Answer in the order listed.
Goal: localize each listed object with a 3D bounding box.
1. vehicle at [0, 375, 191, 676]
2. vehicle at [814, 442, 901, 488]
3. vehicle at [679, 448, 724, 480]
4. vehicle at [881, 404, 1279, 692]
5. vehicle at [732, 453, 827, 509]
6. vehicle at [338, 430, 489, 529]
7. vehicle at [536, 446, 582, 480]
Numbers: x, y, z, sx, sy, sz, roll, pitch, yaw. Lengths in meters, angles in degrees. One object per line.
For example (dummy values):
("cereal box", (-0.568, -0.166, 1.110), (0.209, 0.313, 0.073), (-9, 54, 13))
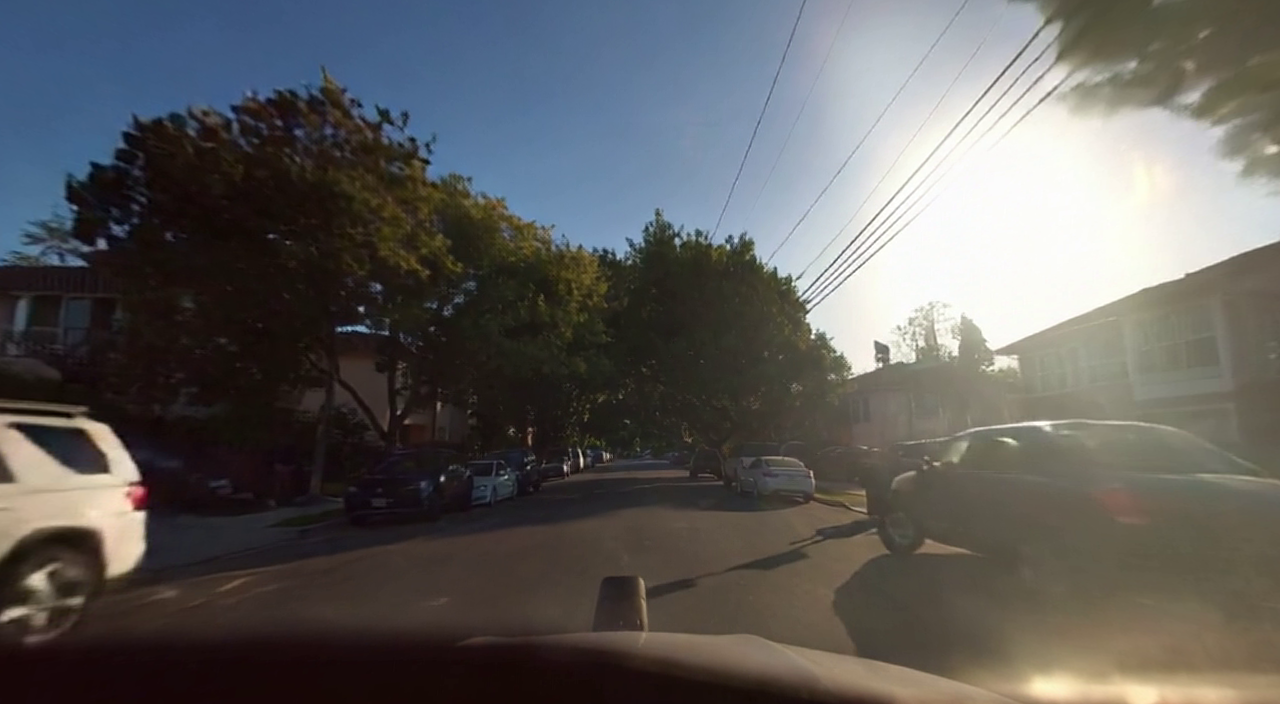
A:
("vehicle", (-5.210, 0.979, 2.988), (2.319, 1.902, 5.526), (-2, -9, -3))
("vehicle", (9.601, 4.976, 28.350), (2.125, 1.716, 4.672), (0, -6, -1))
("vehicle", (4.100, 7.575, 43.088), (2.415, 1.963, 5.688), (1, -8, -1))
("vehicle", (4.922, 1.722, 7.084), (2.201, 1.896, 5.632), (0, -9, 0))
("vehicle", (4.422, 4.158, 20.877), (1.850, 1.516, 5.066), (1, -8, -2))
("vehicle", (-4.836, 2.807, 14.224), (2.007, 1.861, 4.101), (0, -10, -2))
("vehicle", (-4.588, 6.343, 36.330), (2.035, 1.822, 4.348), (0, -9, 0))
